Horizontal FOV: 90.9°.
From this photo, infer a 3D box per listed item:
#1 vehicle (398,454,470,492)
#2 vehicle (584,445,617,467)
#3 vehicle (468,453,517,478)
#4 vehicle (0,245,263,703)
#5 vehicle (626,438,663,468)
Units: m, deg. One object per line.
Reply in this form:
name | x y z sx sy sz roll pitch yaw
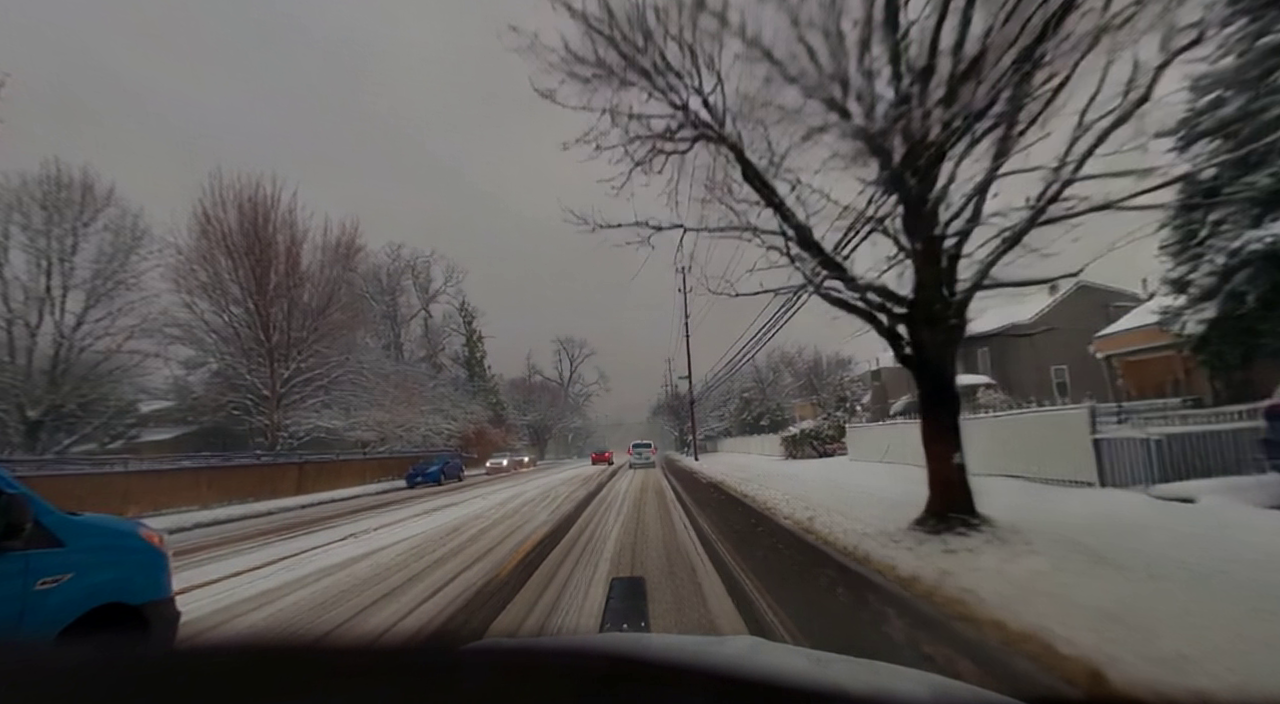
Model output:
vehicle | -9.895 5.822 30.598 1.879 1.494 4.445 -5 -9 1
vehicle | -2.825 7.579 46.144 1.968 1.472 4.489 -1 -9 2
vehicle | -9.614 7.392 41.411 2.068 1.480 4.641 0 -9 0
vehicle | -3.449 0.487 0.777 2.336 2.152 5.866 0 -9 0
vehicle | 0.286 6.098 38.128 2.120 1.718 3.909 0 -9 0
